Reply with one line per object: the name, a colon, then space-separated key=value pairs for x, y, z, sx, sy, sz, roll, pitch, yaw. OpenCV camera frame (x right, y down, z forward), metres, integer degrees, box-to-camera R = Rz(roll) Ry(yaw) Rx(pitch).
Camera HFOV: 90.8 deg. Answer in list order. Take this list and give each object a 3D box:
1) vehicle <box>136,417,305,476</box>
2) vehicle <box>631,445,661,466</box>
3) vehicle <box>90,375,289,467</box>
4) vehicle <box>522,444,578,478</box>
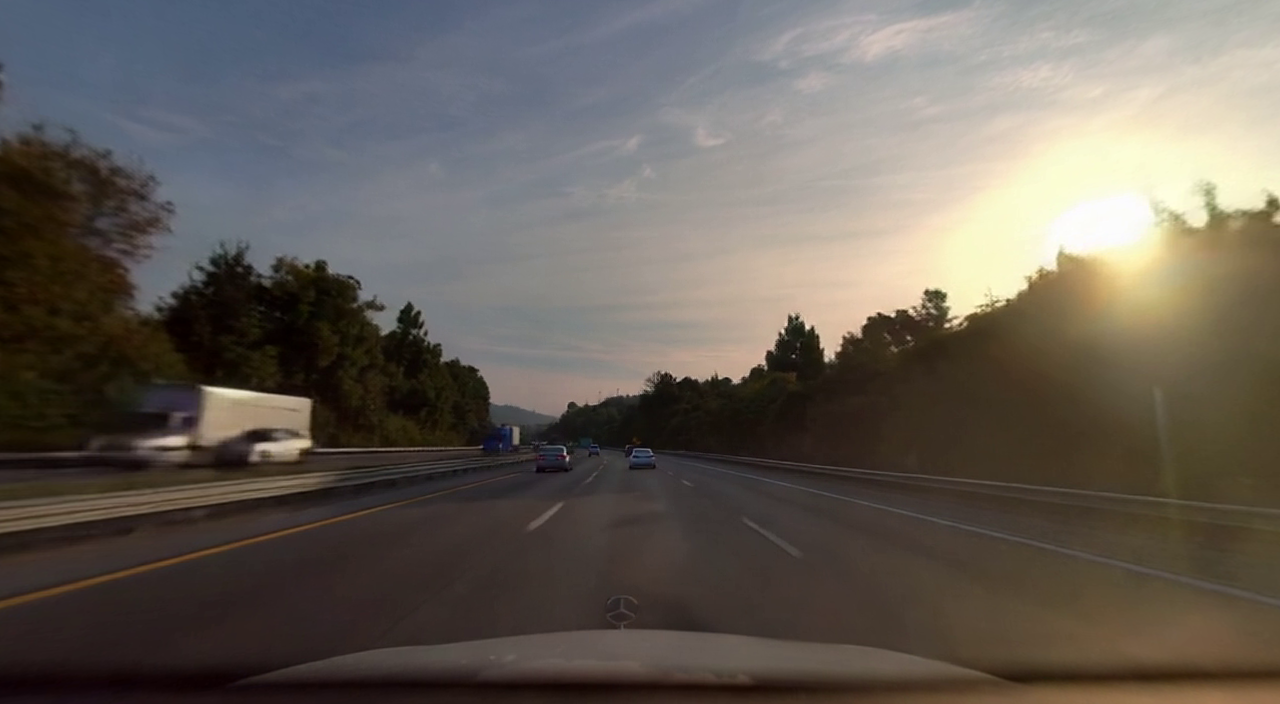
vehicle: x=-12.568 y=2.908 z=19.378 sx=1.988 sy=1.578 sz=4.686 roll=0 pitch=-9 yaw=-1
vehicle: x=0.390 y=7.511 z=45.883 sx=2.008 sy=1.499 sz=3.192 roll=0 pitch=-9 yaw=-3
vehicle: x=-17.552 y=2.922 z=25.379 sx=2.562 sy=3.155 sz=7.175 roll=0 pitch=-9 yaw=0
vehicle: x=-4.201 y=5.146 z=30.111 sx=2.054 sy=1.500 sz=4.469 roll=0 pitch=-9 yaw=-1
